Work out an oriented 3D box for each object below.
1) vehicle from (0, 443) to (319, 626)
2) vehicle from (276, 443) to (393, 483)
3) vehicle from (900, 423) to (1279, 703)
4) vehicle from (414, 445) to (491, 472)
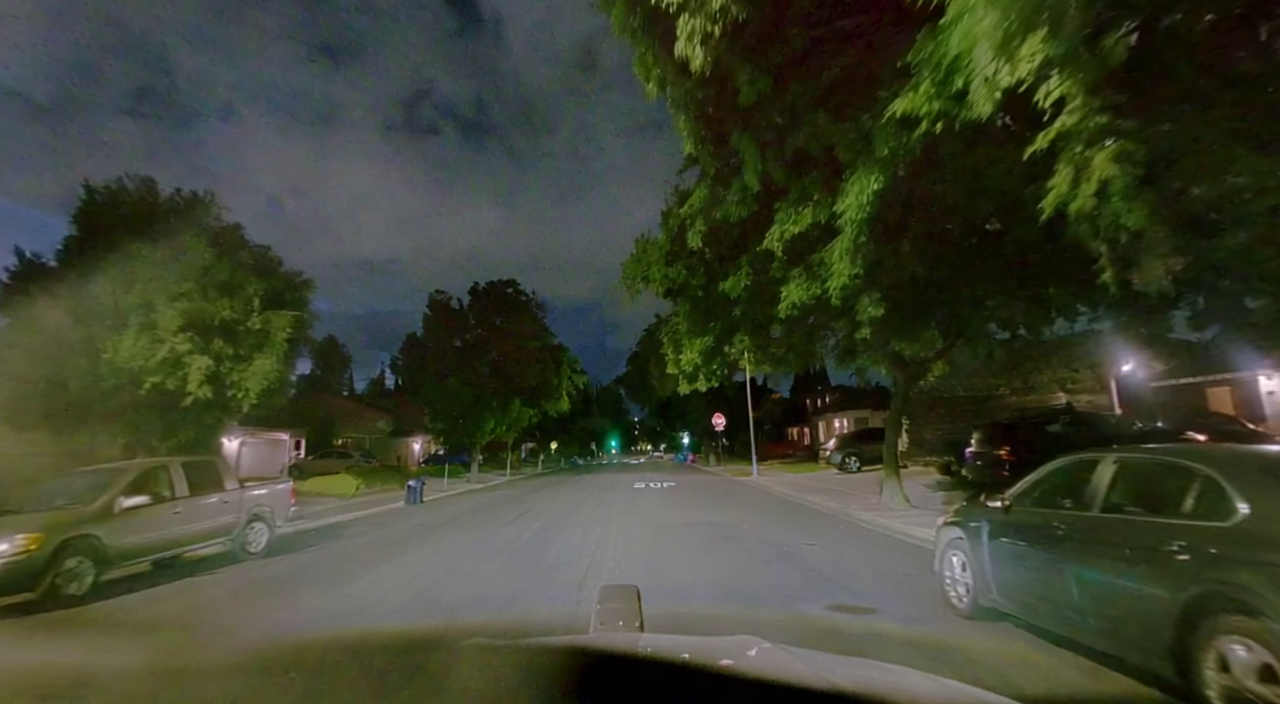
[{"bbox_3d":[-6.414,1.991,7.820,2.099,1.532,5.262,-4,-9,1],"label":"vehicle"},{"bbox_3d":[-14.213,5.143,29.532,4.493,1.776,1.997,-1,-9,9],"label":"vehicle"},{"bbox_3d":[3.476,1.147,3.383,2.016,1.450,4.727,0,-9,-2],"label":"vehicle"},{"bbox_3d":[-13.398,7.615,45.314,4.809,1.865,2.093,0,-9,-1],"label":"vehicle"}]
